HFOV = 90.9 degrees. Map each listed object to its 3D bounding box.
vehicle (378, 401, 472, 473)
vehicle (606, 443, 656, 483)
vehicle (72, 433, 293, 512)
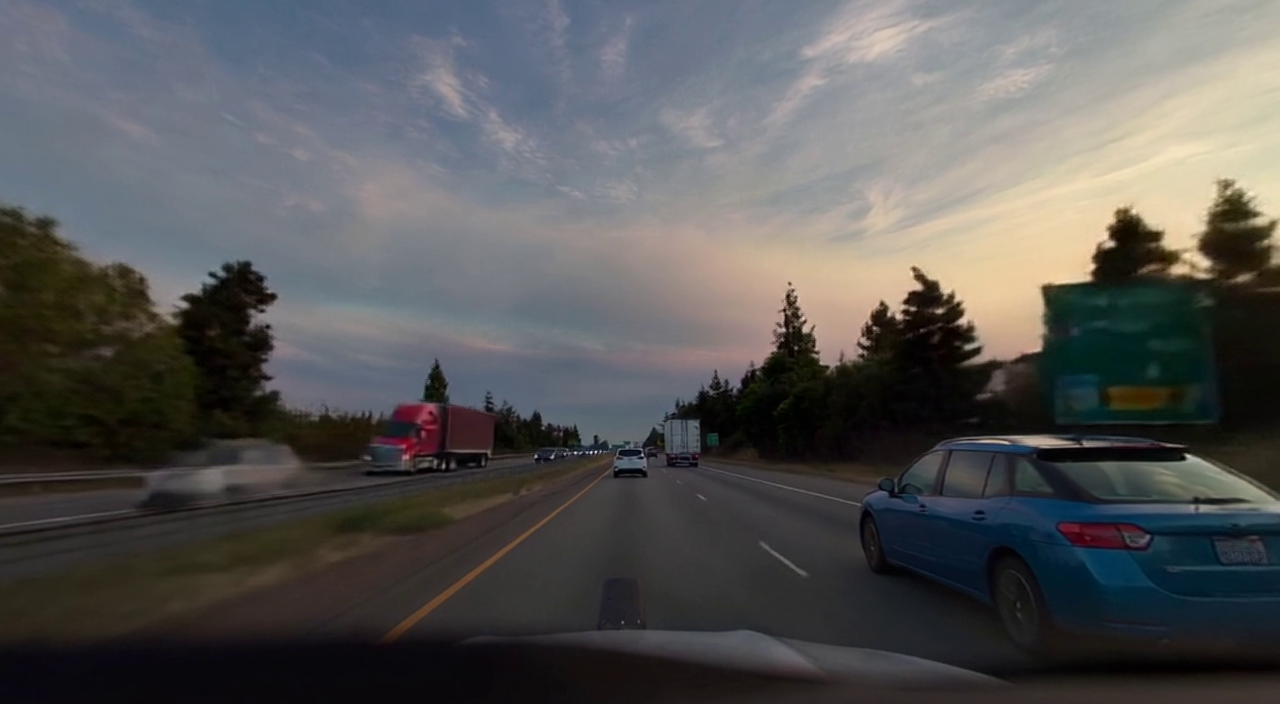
[{"bbox_3d":[-13.187,5.423,39.610,3.019,4.044,8.230,0,-9,0],"label":"vehicle"},{"bbox_3d":[-0.444,5.186,29.603,2.190,1.706,4.062,0,-9,-1],"label":"vehicle"},{"bbox_3d":[-10.393,2.757,14.817,1.890,1.575,4.211,-1,-9,2],"label":"vehicle"}]
